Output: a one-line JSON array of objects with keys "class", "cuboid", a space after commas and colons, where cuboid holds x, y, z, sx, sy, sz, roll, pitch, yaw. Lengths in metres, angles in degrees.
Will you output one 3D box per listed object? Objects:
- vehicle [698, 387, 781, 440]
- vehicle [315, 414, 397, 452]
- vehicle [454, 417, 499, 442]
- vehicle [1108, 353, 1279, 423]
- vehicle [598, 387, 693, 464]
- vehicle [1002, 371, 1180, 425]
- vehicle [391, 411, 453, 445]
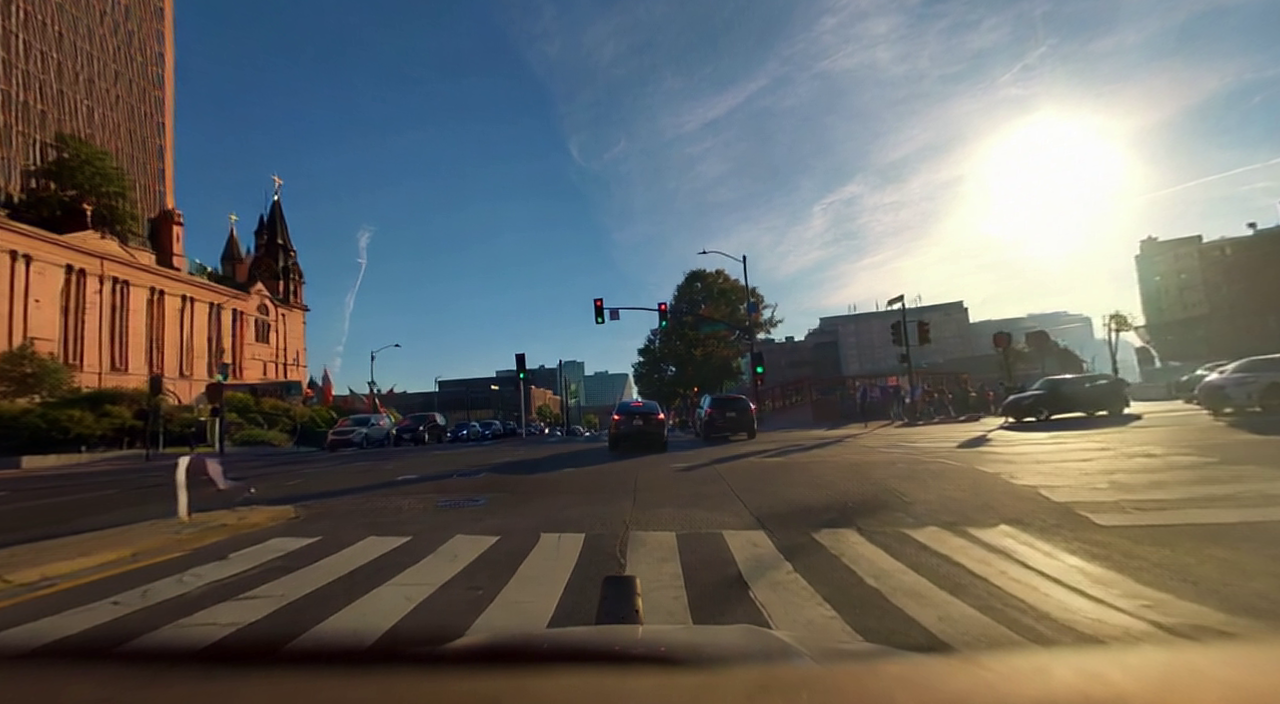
[{"class": "vehicle", "cuboid": [3.457, 2.255, 22.955, 2.080, 1.735, 4.650, 0, -6, -3]}, {"class": "vehicle", "cuboid": [-15.339, 4.448, 34.526, 1.969, 1.896, 5.404, 1, -8, -1]}, {"class": "vehicle", "cuboid": [-11.991, 5.760, 46.651, 2.170, 1.746, 4.565, 0, -8, -1]}, {"class": "vehicle", "cuboid": [17.091, 1.087, 18.828, 4.512, 1.734, 2.143, -4, -7, -2]}, {"class": "vehicle", "cuboid": [0.034, 1.848, 16.611, 2.168, 1.776, 4.135, 0, -4, -3]}, {"class": "vehicle", "cuboid": [15.344, 1.588, 21.678, 4.488, 1.475, 2.083, -4, -5, -2]}, {"class": "vehicle", "cuboid": [-12.396, 4.389, 36.231, 2.069, 1.790, 4.358, 1, -8, -1]}]
